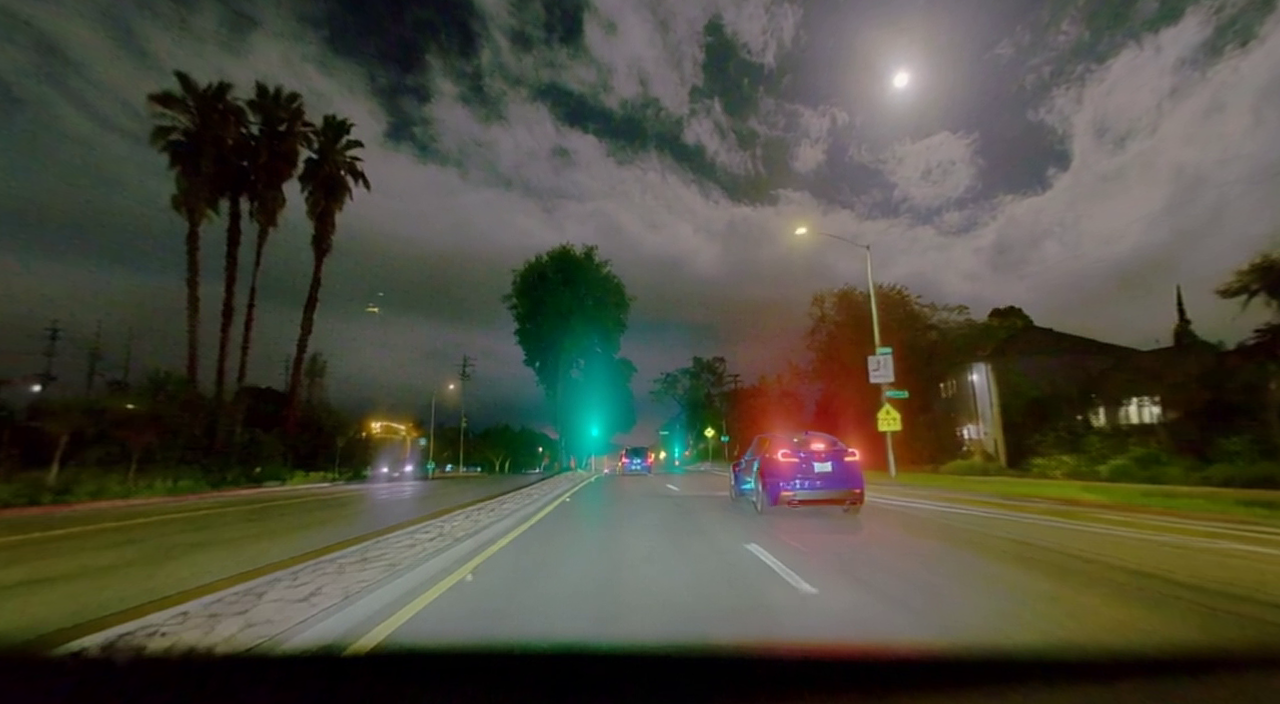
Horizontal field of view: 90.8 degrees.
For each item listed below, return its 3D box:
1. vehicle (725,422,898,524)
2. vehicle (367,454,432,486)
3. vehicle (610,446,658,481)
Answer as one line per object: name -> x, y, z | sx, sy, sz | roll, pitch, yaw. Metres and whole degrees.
vehicle -> 3.417, 2.538, 13.905 | 2.205, 1.803, 5.135 | 0, -9, -2
vehicle -> -17.302, 8.464, 45.765 | 2.449, 2.016, 5.383 | -2, -9, 2
vehicle -> -0.357, 5.889, 33.639 | 2.341, 1.709, 4.466 | 0, -9, -2
